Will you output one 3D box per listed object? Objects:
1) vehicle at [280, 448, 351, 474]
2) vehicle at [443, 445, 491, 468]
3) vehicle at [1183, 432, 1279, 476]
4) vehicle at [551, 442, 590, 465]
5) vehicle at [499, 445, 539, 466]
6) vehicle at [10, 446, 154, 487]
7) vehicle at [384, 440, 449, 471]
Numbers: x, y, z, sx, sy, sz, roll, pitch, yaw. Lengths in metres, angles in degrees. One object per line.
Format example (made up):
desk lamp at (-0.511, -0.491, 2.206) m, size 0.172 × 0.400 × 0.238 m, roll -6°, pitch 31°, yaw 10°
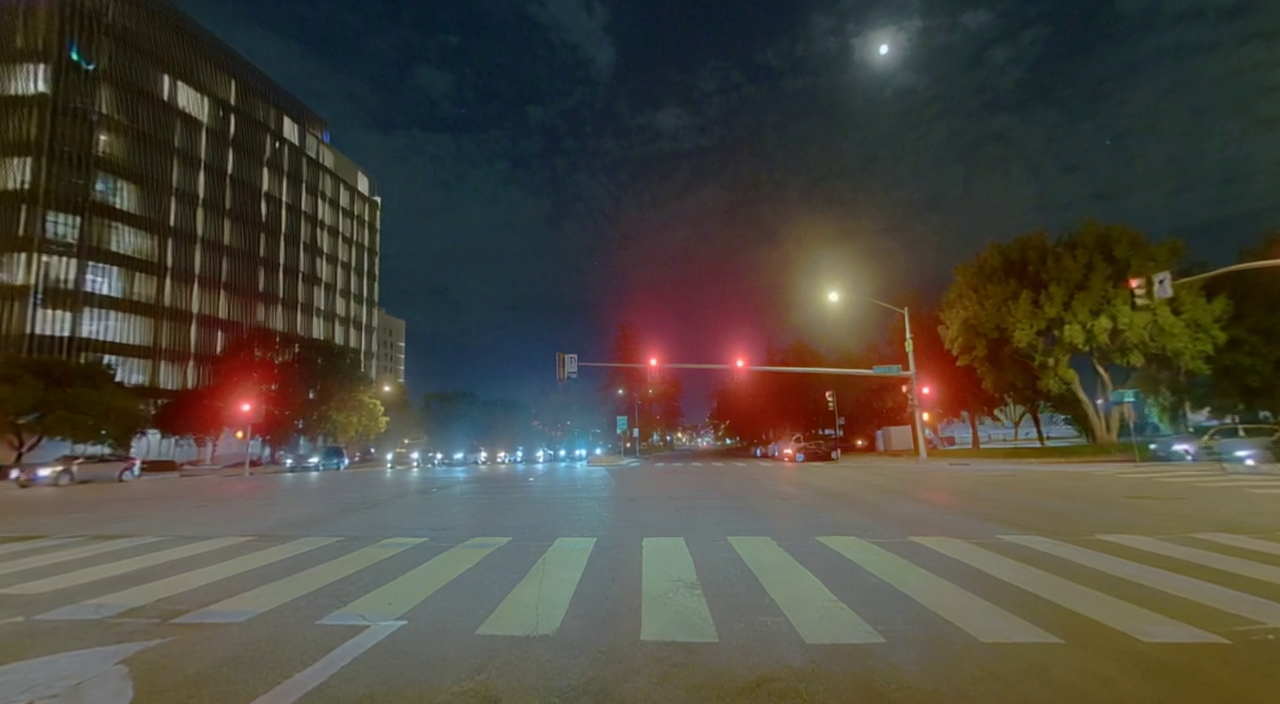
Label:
vehicle at (-21.683, 7.296, 42.297) m, size 1.929 × 1.619 × 4.577 m, roll -1°, pitch -9°, yaw 6°
vehicle at (-11.657, 7.066, 42.691) m, size 1.911 × 1.476 × 4.297 m, roll -1°, pitch -9°, yaw 2°
vehicle at (22.304, 3.583, 22.248) m, size 4.474 × 1.477 × 1.908 m, roll 0°, pitch -9°, yaw -3°
vehicle at (-4.551, 6.722, 41.679) m, size 1.954 × 1.431 × 4.050 m, roll 0°, pitch -9°, yaw 2°
vehicle at (-8.116, 7.004, 42.609) m, size 1.910 × 1.321 × 3.692 m, roll 0°, pitch -9°, yaw 1°
vehicle at (-27.390, 5.555, 31.045) m, size 2.032 × 1.839 × 4.884 m, roll -7°, pitch -11°, yaw 39°
vehicle at (-15.160, 7.036, 43.147) m, size 2.340 × 1.946 × 5.450 m, roll 0°, pitch -9°, yaw 2°
